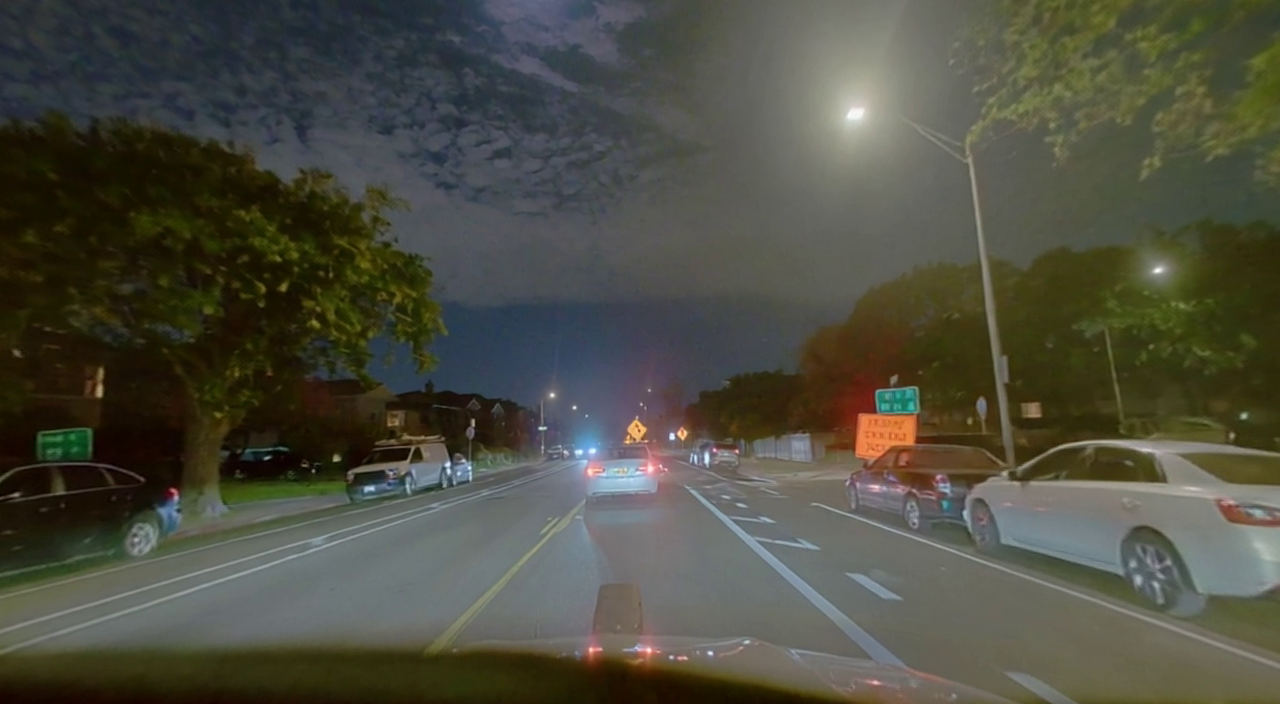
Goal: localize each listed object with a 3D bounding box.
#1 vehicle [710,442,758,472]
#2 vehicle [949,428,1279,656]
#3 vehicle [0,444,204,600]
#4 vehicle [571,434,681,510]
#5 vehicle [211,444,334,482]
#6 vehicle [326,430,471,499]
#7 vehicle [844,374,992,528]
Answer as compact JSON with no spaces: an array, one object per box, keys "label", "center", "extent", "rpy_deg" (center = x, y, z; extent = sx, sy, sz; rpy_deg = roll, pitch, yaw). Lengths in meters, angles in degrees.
[{"label":"vehicle","center":[4.928,5.527,33.429],"extent":[1.985,1.481,4.116],"rpy_deg":[0,-8,1]},{"label":"vehicle","center":[5.107,1.534,6.073],"extent":[1.864,1.480,4.587],"rpy_deg":[0,-8,-1]},{"label":"vehicle","center":[-7.981,1.983,7.772],"extent":[2.036,1.676,4.440],"rpy_deg":[0,-8,-1]},{"label":"vehicle","center":[-0.248,2.667,14.499],"extent":[2.151,1.481,4.084],"rpy_deg":[0,-8,1]},{"label":"vehicle","center":[-16.646,5.032,28.664],"extent":[4.468,1.517,1.796],"rpy_deg":[-1,-9,-2]},{"label":"vehicle","center":[-8.149,3.868,22.170],"extent":[2.659,2.047,6.014],"rpy_deg":[0,-8,1]},{"label":"vehicle","center":[5.263,1.887,12.288],"extent":[1.409,2.648,2.645],"rpy_deg":[0,-8,-4]}]
